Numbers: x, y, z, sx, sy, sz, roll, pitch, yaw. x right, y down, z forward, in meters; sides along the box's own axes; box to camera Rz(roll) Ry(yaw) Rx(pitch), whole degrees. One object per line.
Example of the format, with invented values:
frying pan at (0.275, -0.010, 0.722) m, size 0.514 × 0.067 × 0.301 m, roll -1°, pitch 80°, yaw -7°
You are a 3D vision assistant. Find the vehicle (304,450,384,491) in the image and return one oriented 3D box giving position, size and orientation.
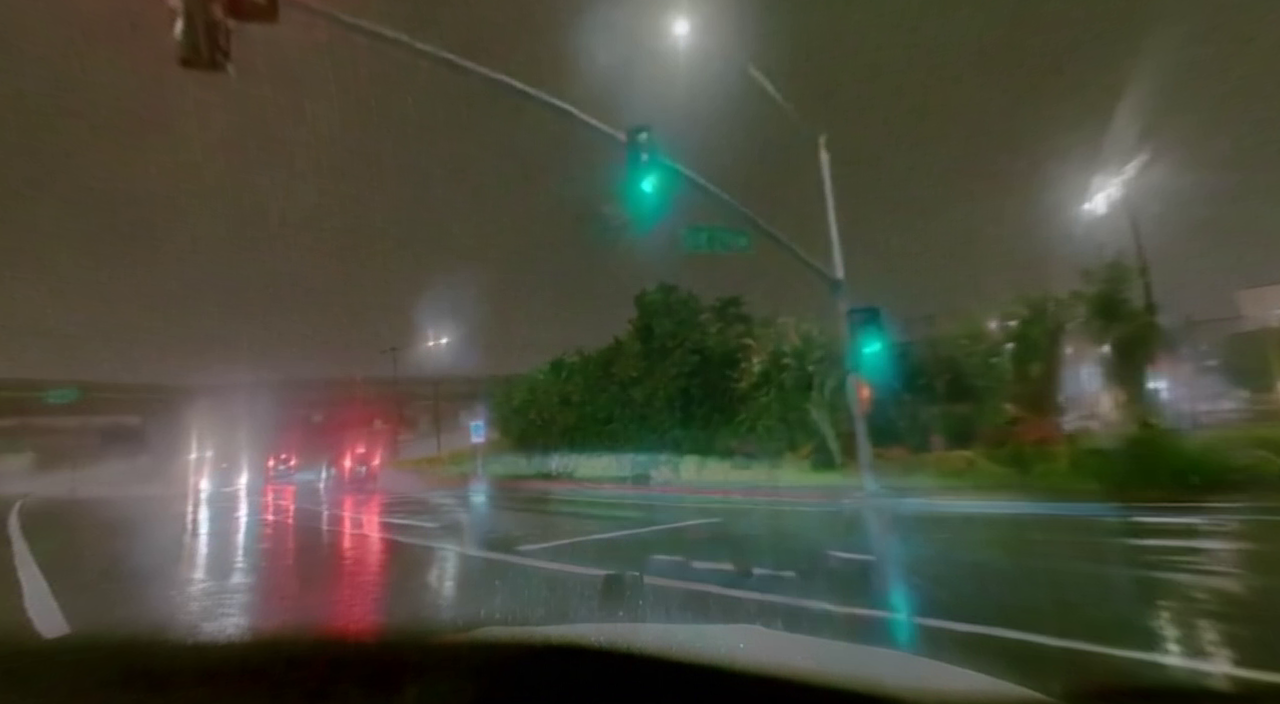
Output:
vehicle at (-12.528, 4.935, 26.635) m, size 2.048 × 1.516 × 3.874 m, roll 6°, pitch -11°, yaw -39°

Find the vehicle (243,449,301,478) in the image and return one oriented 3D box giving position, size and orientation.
vehicle at (-22.411, 6.745, 38.424) m, size 3.852 × 1.605 × 2.007 m, roll -8°, pitch -11°, yaw 44°
